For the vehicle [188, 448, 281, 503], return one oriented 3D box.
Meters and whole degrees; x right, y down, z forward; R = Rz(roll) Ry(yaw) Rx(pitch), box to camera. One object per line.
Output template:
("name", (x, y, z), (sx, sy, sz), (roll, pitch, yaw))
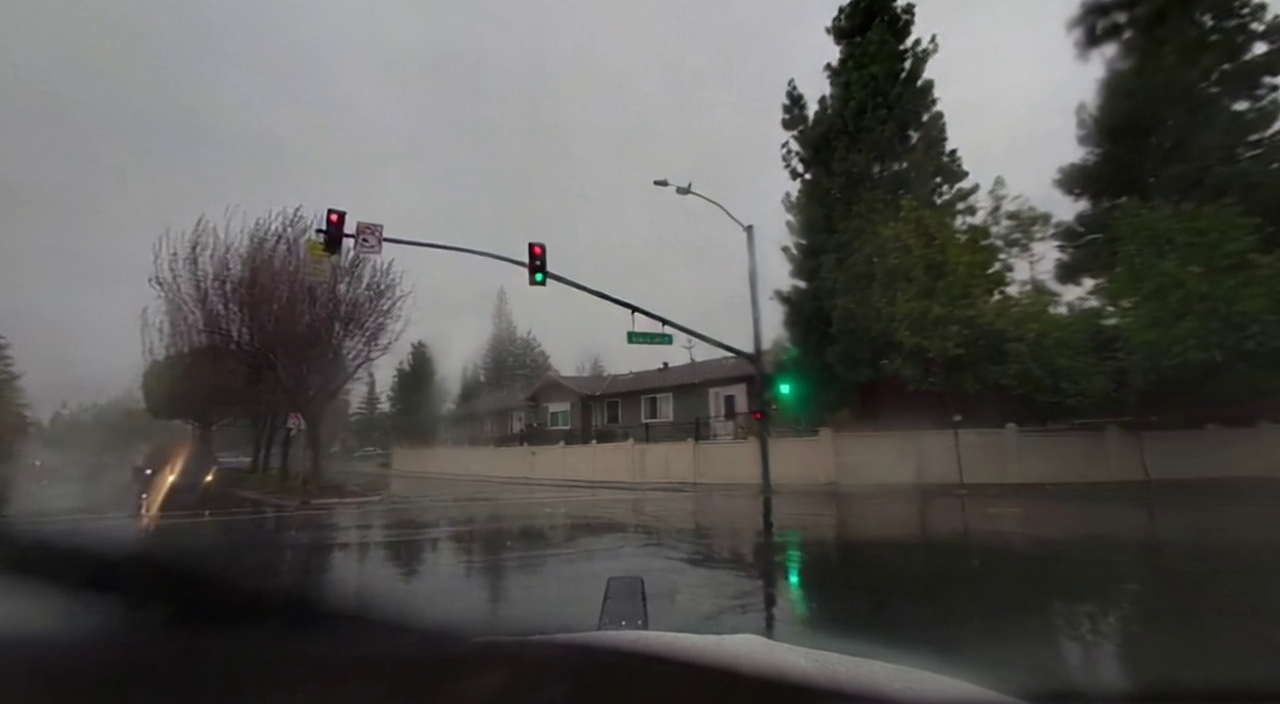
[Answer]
("vehicle", (-13.170, 3.883, 20.256), (1.912, 1.464, 4.652), (6, -10, -39))
